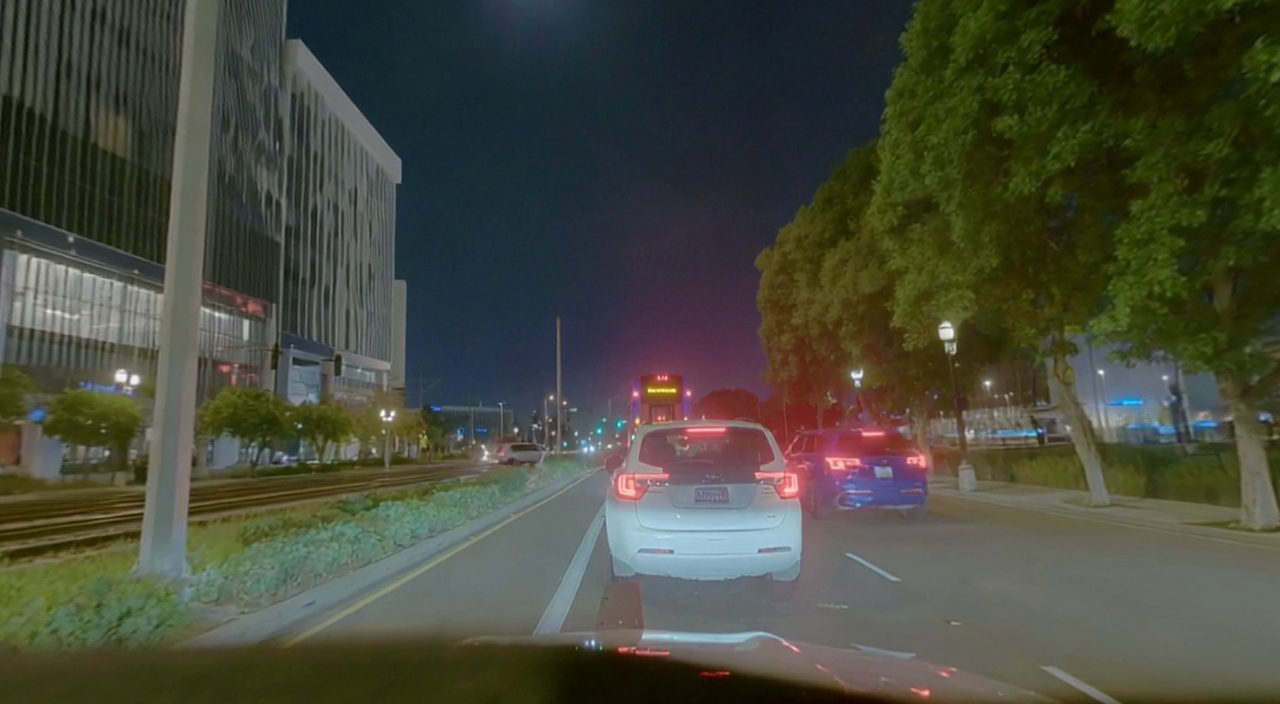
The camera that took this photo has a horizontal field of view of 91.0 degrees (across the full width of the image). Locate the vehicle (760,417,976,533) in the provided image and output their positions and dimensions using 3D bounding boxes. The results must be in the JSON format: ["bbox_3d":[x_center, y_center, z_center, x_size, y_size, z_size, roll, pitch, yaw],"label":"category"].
[{"bbox_3d":[3.870,2.200,11.832,2.212,1.709,4.715,0,-9,-1],"label":"vehicle"}]

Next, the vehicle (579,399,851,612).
[{"bbox_3d":[0.489,1.537,7.172,2.190,1.684,4.084,0,-9,-3],"label":"vehicle"}]
